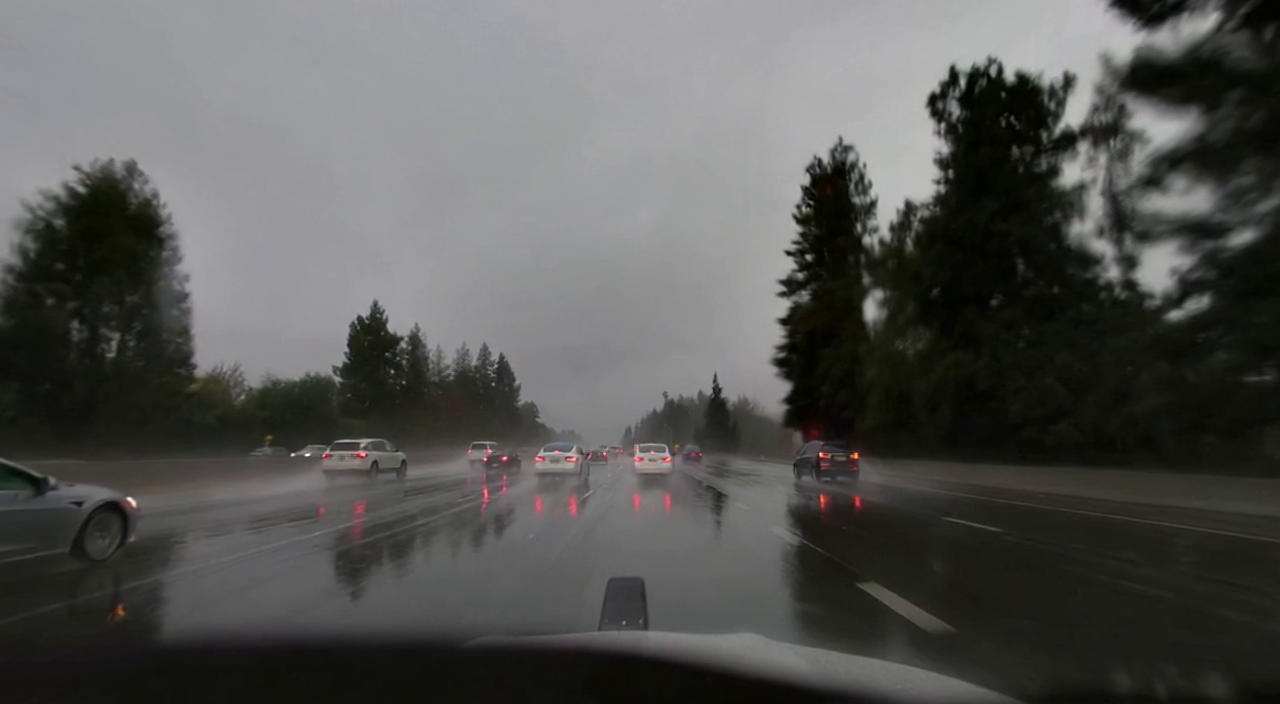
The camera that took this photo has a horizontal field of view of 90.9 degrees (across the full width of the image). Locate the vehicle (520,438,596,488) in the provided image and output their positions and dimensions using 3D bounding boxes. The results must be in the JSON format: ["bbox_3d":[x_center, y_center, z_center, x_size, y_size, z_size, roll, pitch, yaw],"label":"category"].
[{"bbox_3d":[-2.859,3.986,23.034,2.102,1.624,4.257,-1,-8,2],"label":"vehicle"}]

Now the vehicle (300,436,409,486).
[{"bbox_3d":[-10.417,3.995,23.447,1.947,1.683,4.331,-1,-8,1],"label":"vehicle"}]

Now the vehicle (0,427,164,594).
[{"bbox_3d":[-6.783,1.358,5.175,2.116,1.473,4.644,0,-8,0],"label":"vehicle"}]

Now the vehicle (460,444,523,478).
[{"bbox_3d":[-6.775,4.988,29.208,1.886,1.455,4.148,0,-8,1],"label":"vehicle"}]

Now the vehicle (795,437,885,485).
[{"bbox_3d":[7.999,4.366,25.716,2.071,1.754,4.484,0,-8,-1],"label":"vehicle"}]

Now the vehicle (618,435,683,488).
[{"bbox_3d":[0.368,3.898,22.883,2.114,1.715,4.136,0,-8,1],"label":"vehicle"}]
